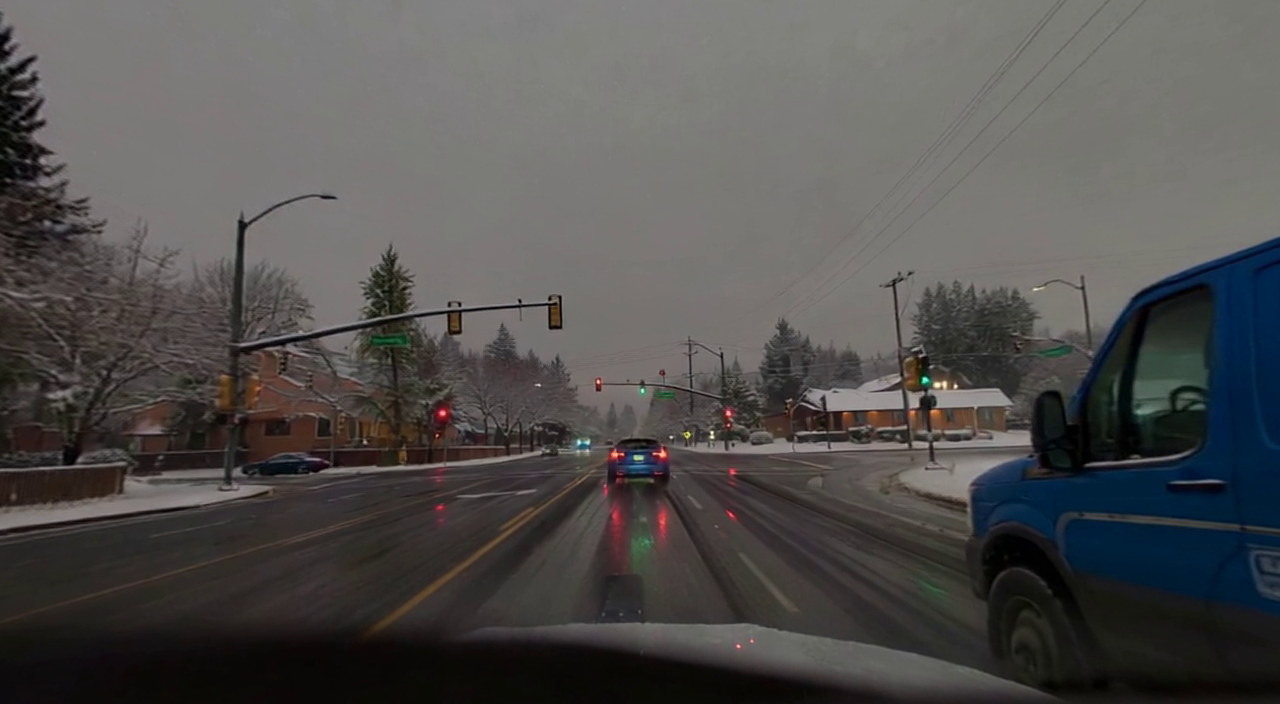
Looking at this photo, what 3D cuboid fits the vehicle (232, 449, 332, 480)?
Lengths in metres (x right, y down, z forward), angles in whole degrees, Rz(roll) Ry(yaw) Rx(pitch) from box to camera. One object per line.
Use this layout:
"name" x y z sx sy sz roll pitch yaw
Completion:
"vehicle" -20.548 6.453 36.387 4.588 1.703 1.879 0 -9 1

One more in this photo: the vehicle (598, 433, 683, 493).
"vehicle" -0.005 3.076 17.799 2.104 1.462 3.991 0 -9 0

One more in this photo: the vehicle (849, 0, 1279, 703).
"vehicle" 2.940 0.079 0.953 2.770 3.054 7.271 0 -9 0
